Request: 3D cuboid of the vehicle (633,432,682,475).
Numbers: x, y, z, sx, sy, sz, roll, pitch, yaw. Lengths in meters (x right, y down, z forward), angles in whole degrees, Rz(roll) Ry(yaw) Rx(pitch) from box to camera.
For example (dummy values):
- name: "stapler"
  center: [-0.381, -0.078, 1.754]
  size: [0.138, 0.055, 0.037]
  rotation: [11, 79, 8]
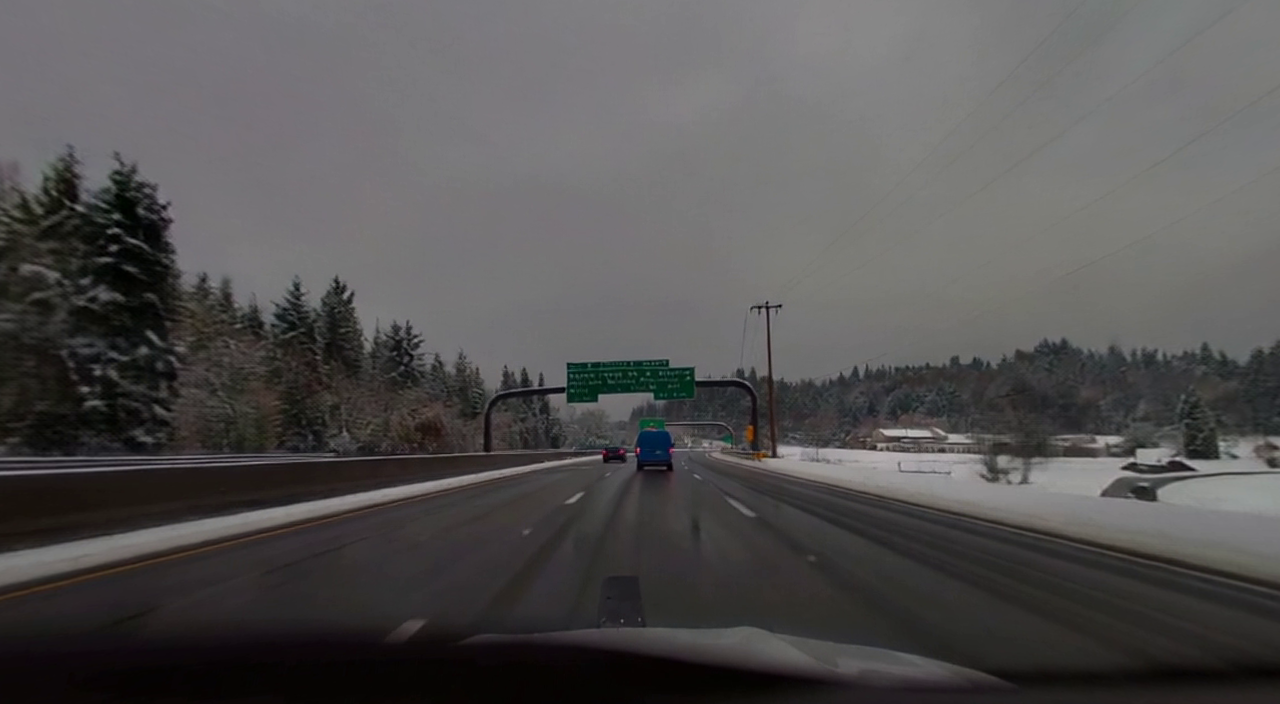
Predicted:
- name: "vehicle"
  center: [0.903, 5.114, 31.895]
  size: [2.261, 1.969, 5.104]
  rotation: [0, -9, 2]
